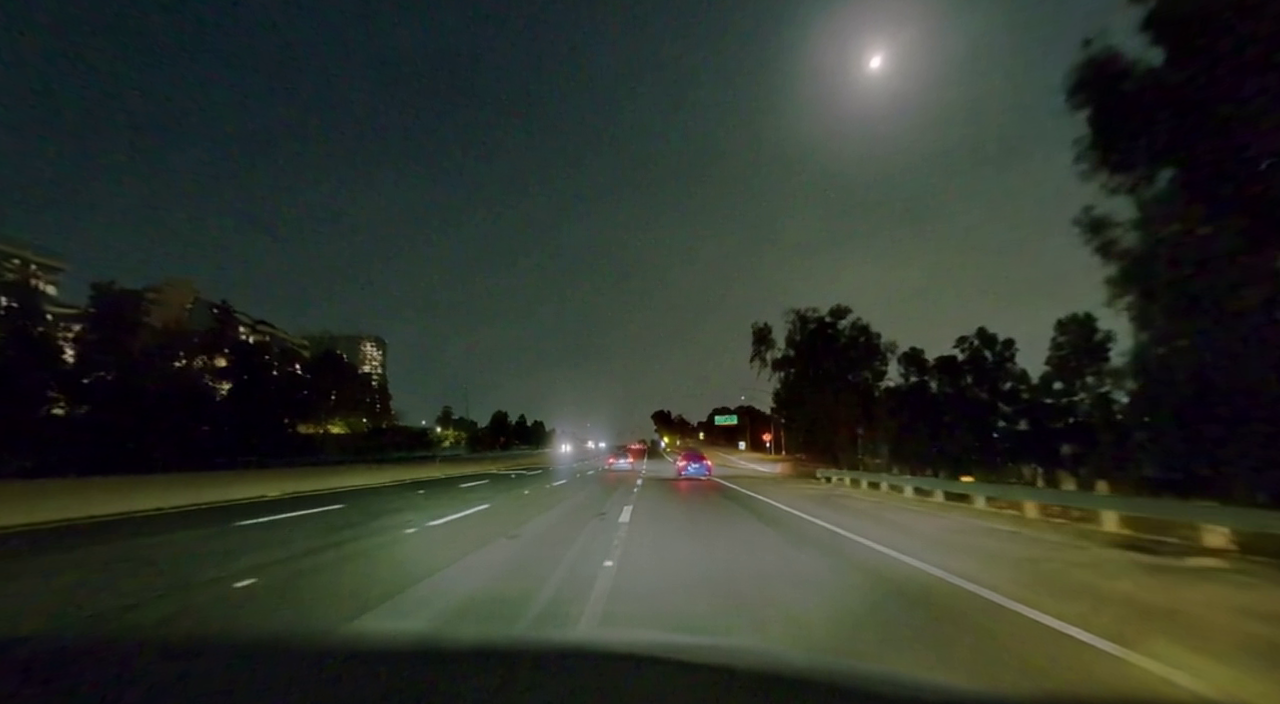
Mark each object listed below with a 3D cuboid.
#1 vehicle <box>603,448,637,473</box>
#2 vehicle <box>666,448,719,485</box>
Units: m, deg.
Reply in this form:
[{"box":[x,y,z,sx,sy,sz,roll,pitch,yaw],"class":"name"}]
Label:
[{"box":[-1.356,7.762,45.279,2.127,1.692,4.382,0,-9,2],"class":"vehicle"},{"box":[2.319,5.202,28.969,2.029,1.528,4.644,0,-9,0],"class":"vehicle"}]
